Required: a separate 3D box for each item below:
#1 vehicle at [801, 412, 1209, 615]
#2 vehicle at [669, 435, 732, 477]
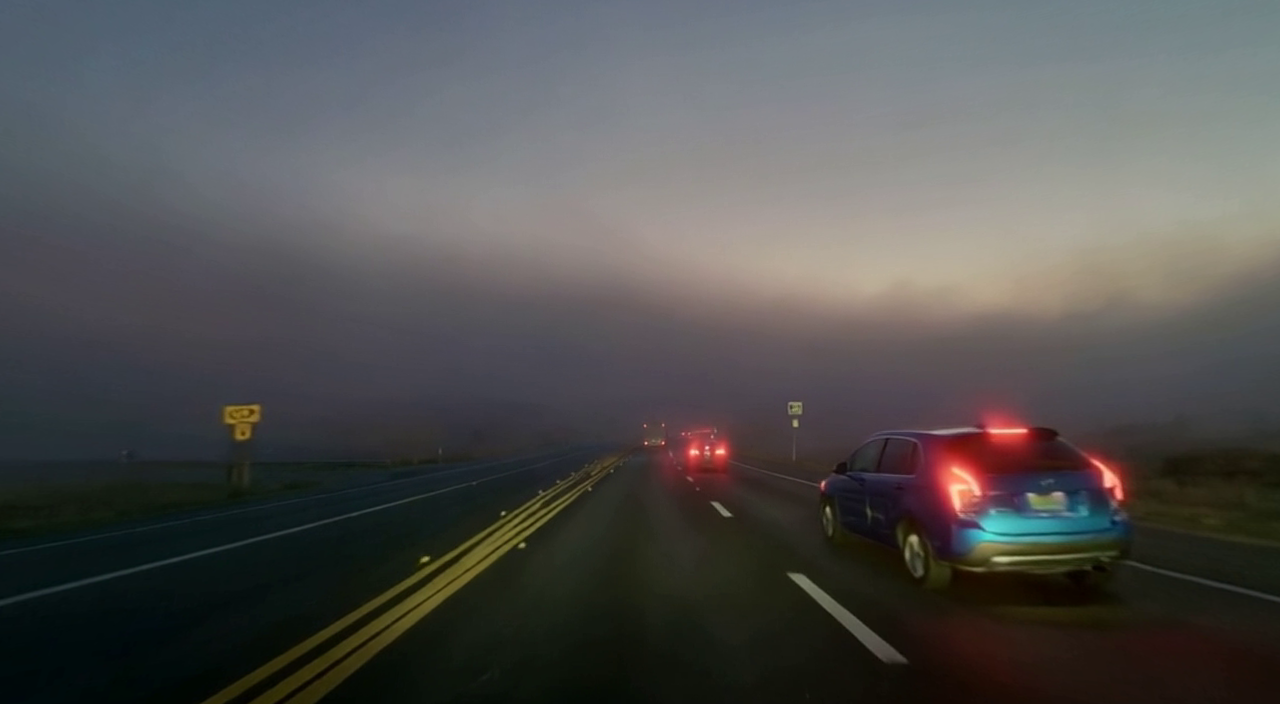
[{"bbox_3d":[3.306,1.524,6.863,2.007,1.534,3.976,0,-8,0],"label":"vehicle"},{"bbox_3d":[2.375,4.221,25.865,2.026,1.531,4.273,0,-8,-2],"label":"vehicle"}]
